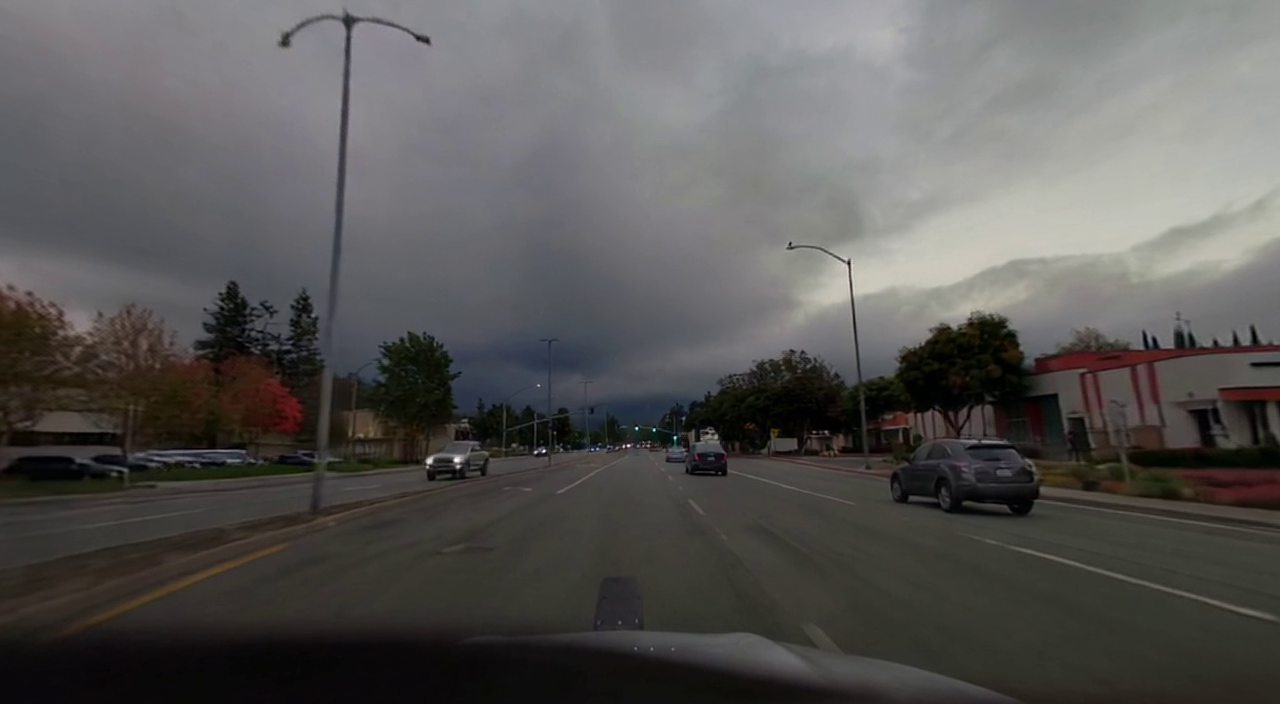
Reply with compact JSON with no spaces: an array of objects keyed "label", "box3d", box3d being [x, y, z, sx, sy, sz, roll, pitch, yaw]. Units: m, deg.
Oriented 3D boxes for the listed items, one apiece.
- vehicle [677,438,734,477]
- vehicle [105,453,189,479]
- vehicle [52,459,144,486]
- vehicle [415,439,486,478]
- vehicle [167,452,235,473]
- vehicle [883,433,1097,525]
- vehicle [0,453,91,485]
[{"label":"vehicle","box3d":[2.957,4.878,29.334,2.161,1.676,4.151,1,-9,-1]},{"label":"vehicle","box3d":[-28.672,6.618,36.662,3.453,1.405,1.745,0,-8,2]},{"label":"vehicle","box3d":[-29.162,6.460,33.903,3.281,1.321,1.809,0,-8,2]},{"label":"vehicle","box3d":[-9.304,5.251,31.272,2.160,1.785,4.280,0,-9,0]},{"label":"vehicle","box3d":[-29.341,7.379,42.109,3.351,1.369,1.579,0,-9,3]},{"label":"vehicle","box3d":[6.783,2.476,12.839,1.886,1.528,4.169,1,-9,-1]},{"label":"vehicle","box3d":[-30.281,5.777,31.068,4.598,1.447,1.772,0,-8,0]}]
